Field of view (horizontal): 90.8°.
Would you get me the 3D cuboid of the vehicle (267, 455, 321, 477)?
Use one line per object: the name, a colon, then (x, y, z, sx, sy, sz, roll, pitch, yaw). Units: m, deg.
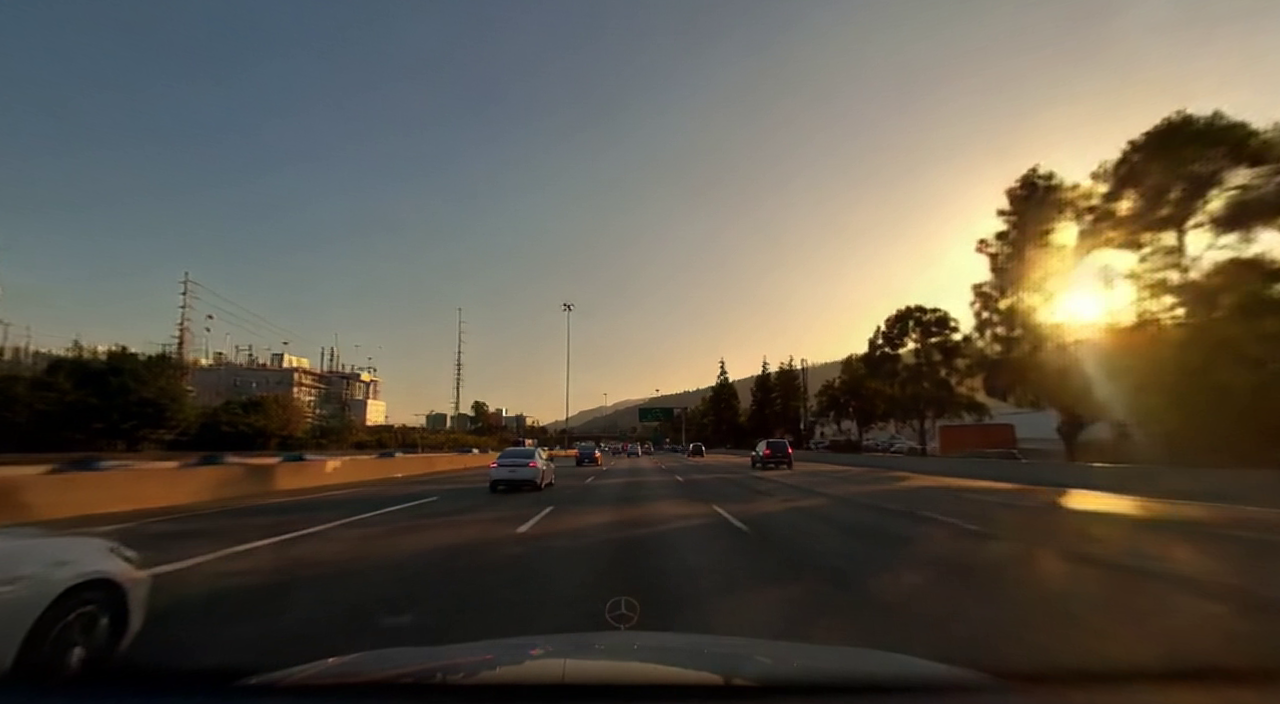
vehicle: (-24.586, 8.105, 45.049, 1.759, 1.490, 3.716, 0, -9, -1)

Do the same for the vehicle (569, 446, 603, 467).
vehicle: (-3.891, 7.603, 46.203, 2.078, 1.464, 4.093, 0, -9, 0)

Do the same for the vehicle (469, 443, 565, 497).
vehicle: (-3.673, 3.623, 19.771, 2.047, 1.469, 4.614, 0, -9, 1)

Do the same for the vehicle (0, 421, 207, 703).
vehicle: (-3.533, 0.844, 1.486, 1.959, 1.433, 4.291, 0, -9, 0)

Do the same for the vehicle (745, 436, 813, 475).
vehicle: (6.807, 5.125, 31.489, 2.147, 1.769, 4.666, 0, -9, -2)
